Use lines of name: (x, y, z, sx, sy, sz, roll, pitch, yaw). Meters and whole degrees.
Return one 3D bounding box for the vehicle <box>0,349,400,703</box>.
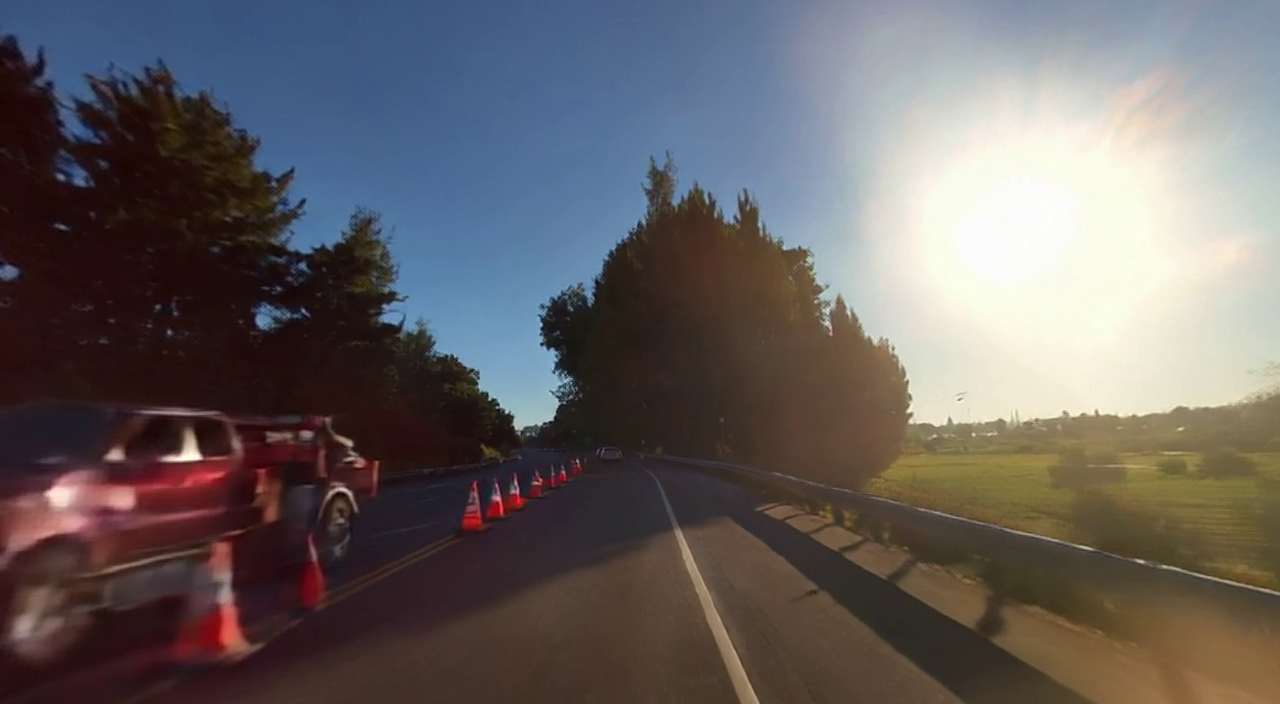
vehicle: (-4.488, 1.353, 5.998, 2.128, 1.944, 5.555, 0, -9, 1)
